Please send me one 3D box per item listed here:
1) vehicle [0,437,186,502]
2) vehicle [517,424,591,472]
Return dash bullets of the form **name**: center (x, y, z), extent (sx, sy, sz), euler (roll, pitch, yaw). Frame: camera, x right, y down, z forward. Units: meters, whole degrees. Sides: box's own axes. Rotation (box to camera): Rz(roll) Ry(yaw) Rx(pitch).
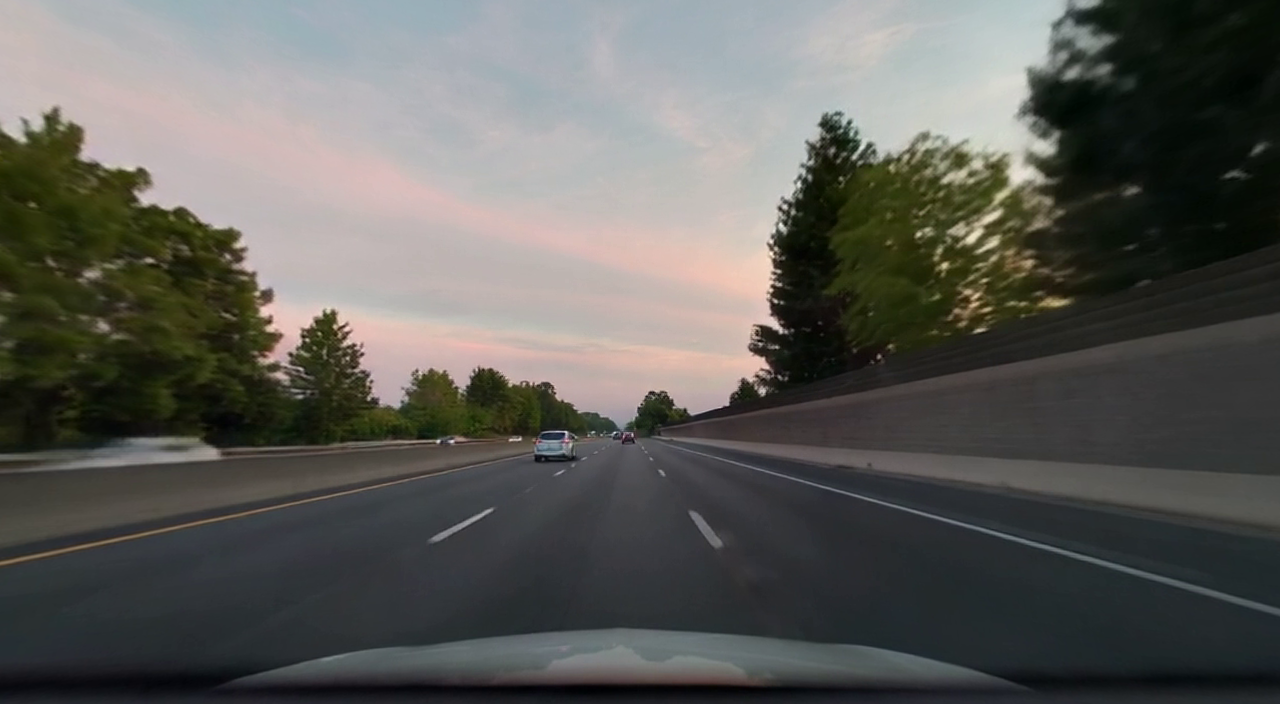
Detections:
- **vehicle**: center (-14.017, 2.908, 16.172), extent (1.840, 1.438, 3.986), euler (0, -8, -2)
- **vehicle**: center (-3.328, 3.818, 25.409), extent (2.306, 1.730, 4.606), euler (0, -8, 1)
